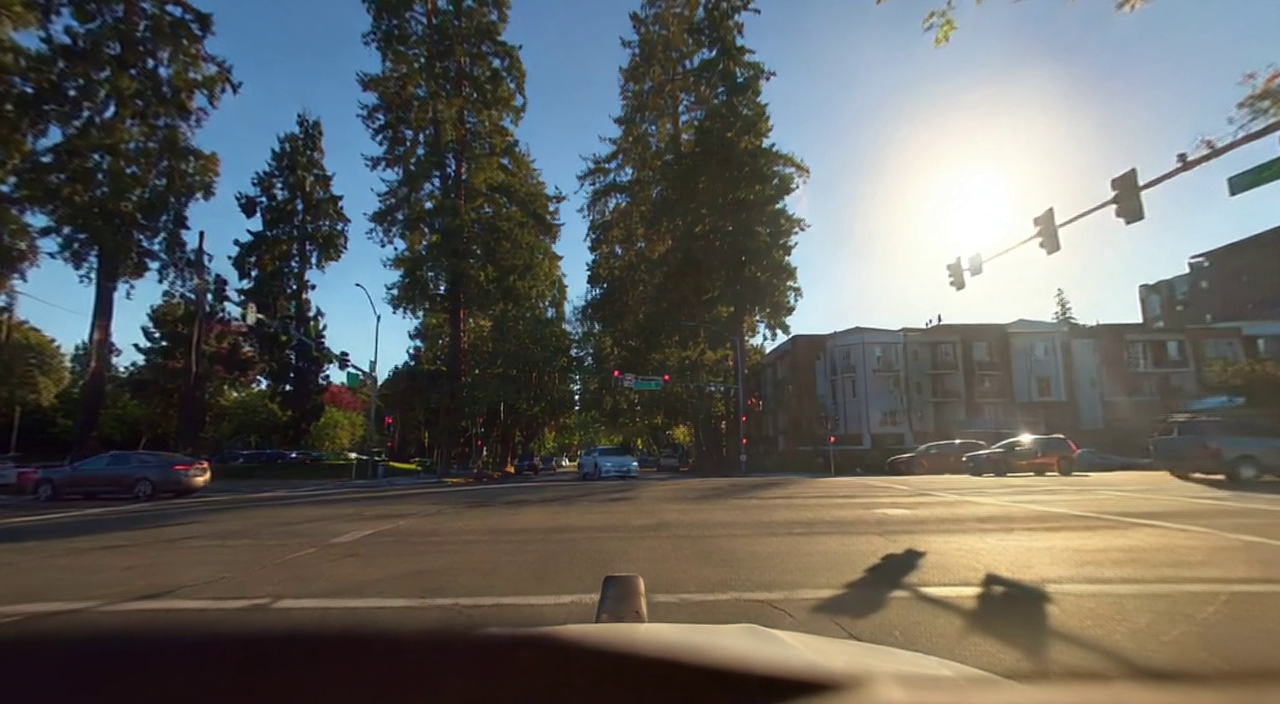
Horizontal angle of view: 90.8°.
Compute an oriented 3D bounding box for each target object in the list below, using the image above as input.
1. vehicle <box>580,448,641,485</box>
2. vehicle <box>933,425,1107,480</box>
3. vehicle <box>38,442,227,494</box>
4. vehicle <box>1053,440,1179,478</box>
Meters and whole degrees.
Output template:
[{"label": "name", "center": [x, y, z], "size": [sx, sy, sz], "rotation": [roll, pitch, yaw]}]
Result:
[{"label": "vehicle", "center": [-1.664, 6.080, 33.952], "size": [2.162, 1.740, 4.728], "rotation": [2, -9, -16]}, {"label": "vehicle", "center": [17.059, 4.552, 28.676], "size": [6.109, 2.348, 2.683], "rotation": [0, -8, 0]}, {"label": "vehicle", "center": [-18.730, 4.310, 23.568], "size": [4.798, 1.763, 2.536], "rotation": [0, -10, 0]}, {"label": "vehicle", "center": [23.791, 5.354, 31.716], "size": [4.569, 1.794, 2.088], "rotation": [0, -8, 0]}]
